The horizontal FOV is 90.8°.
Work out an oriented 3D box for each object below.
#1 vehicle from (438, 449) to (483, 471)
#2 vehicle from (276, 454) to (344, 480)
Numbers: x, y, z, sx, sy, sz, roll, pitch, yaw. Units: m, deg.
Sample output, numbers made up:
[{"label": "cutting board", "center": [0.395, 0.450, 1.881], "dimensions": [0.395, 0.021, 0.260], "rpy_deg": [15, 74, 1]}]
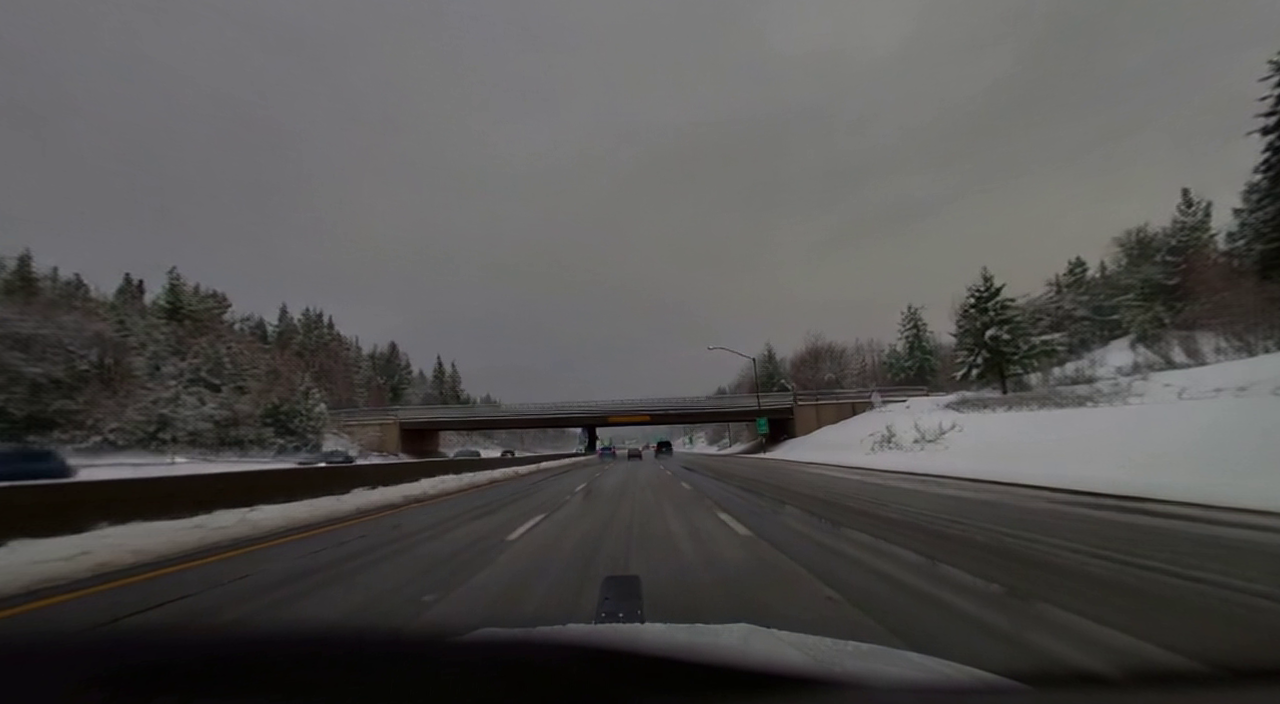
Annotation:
[{"label": "vehicle", "center": [-13.356, 8.059, 47.289], "dimensions": [1.892, 1.481, 4.576], "rpy_deg": [0, -8, 1]}, {"label": "vehicle", "center": [-20.810, 7.274, 40.089], "dimensions": [1.859, 1.475, 4.564], "rpy_deg": [0, -8, 0]}]
